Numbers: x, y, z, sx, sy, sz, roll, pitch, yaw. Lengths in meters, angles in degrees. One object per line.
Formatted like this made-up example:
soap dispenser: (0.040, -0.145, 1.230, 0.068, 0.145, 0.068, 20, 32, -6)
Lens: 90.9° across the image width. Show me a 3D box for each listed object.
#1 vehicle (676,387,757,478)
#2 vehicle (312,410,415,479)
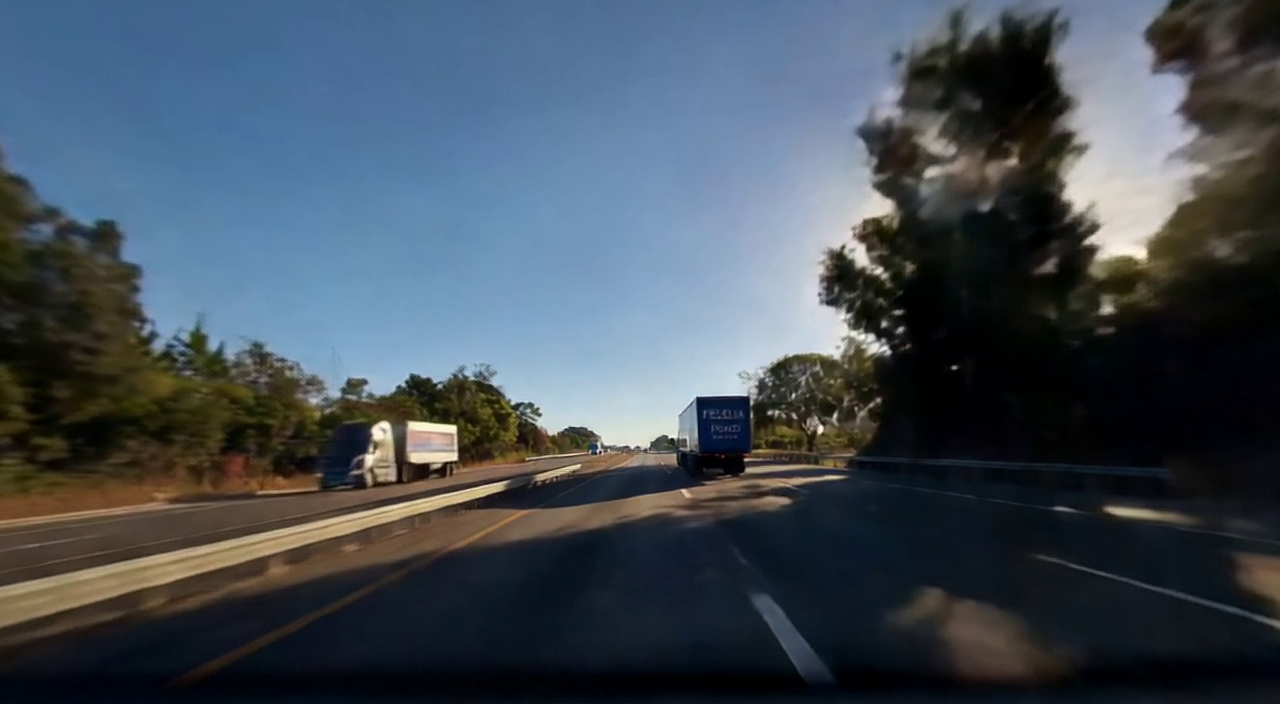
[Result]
vehicle: (3.968, 4.712, 35.988, 3.341, 4.269, 12.252, 0, -9, 1)
vehicle: (-15.922, 5.442, 36.937, 2.892, 3.651, 6.549, 0, -9, 1)
